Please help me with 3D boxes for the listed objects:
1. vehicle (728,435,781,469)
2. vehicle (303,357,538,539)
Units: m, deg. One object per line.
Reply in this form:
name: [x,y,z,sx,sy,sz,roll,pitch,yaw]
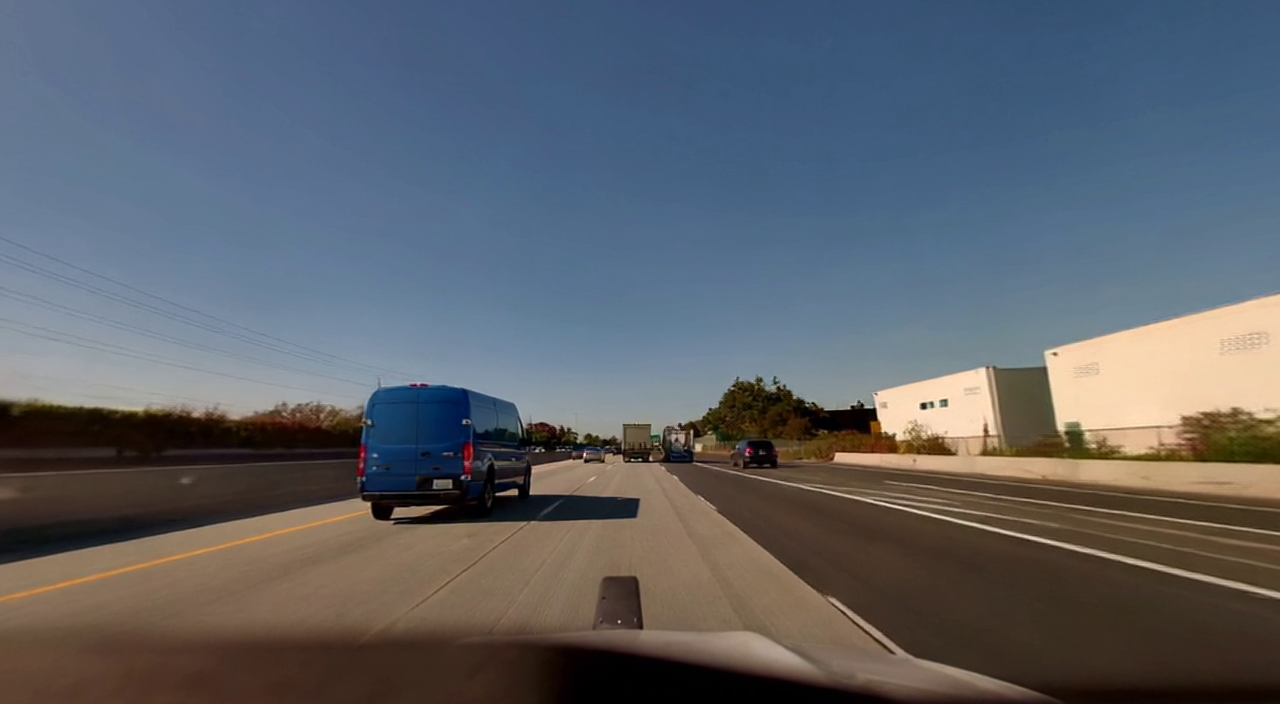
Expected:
vehicle: [6.989,6.216,39.373,2.216,1.918,5.742,0,-8,0]
vehicle: [-3.999,1.989,13.405,2.557,2.855,6.674,0,-8,0]
